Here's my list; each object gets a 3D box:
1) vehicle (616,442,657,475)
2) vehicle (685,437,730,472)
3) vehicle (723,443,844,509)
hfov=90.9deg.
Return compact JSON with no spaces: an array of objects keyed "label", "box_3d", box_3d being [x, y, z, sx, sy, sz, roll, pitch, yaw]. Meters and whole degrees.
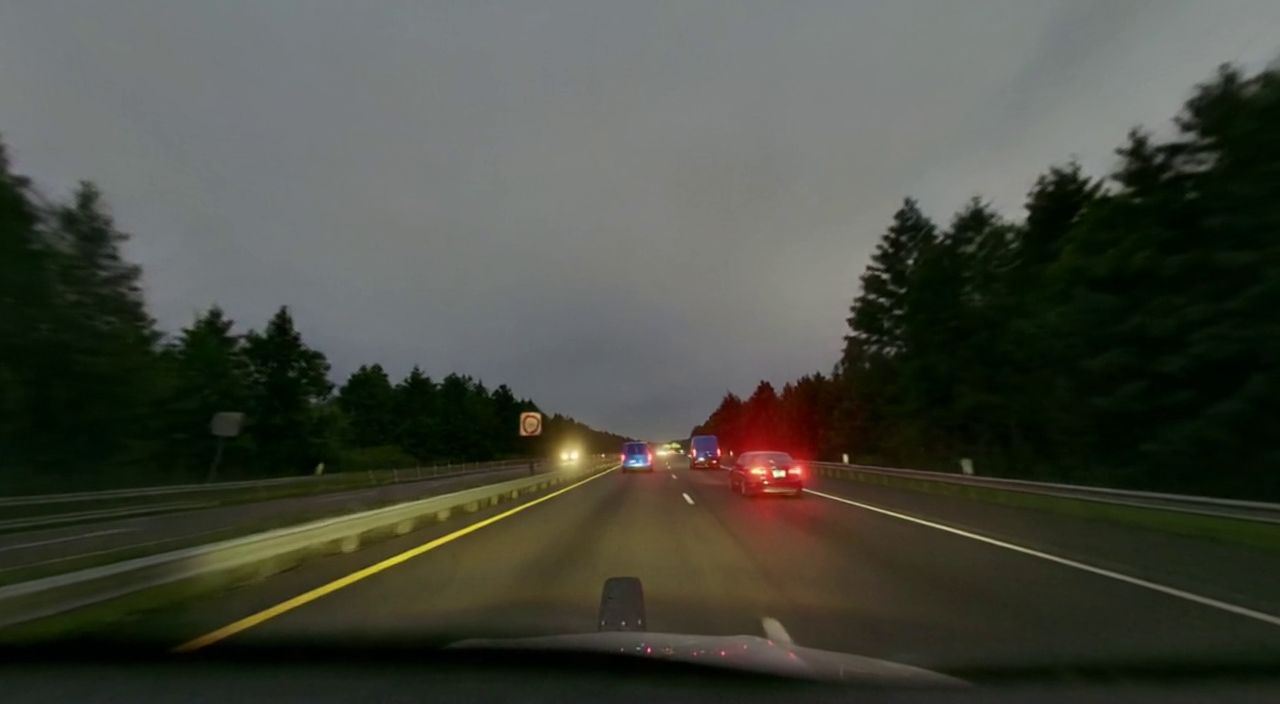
[{"label":"vehicle","box_3d":[-0.133,5.905,35.215,2.087,1.707,4.316,-1,-9,2]},{"label":"vehicle","box_3d":[4.159,6.471,39.759,2.371,2.045,4.768,0,-9,1]},{"label":"vehicle","box_3d":[3.490,3.113,16.389,2.043,1.431,4.922,0,-9,1]}]
